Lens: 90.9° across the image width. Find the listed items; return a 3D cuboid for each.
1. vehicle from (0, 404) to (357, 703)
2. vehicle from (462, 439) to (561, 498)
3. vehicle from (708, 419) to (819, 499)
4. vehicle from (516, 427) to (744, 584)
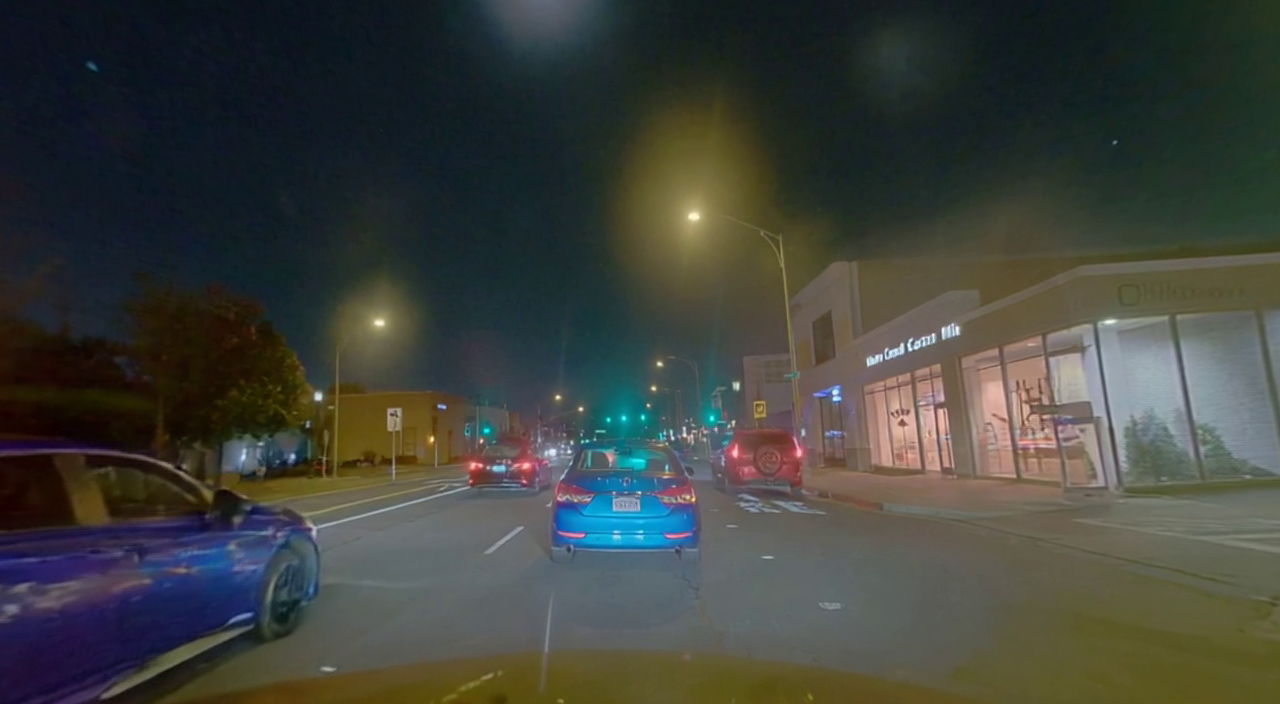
[{"bbox_3d":[-3.356,1.012,2.868,2.029,1.456,4.414,0,-9,1],"label":"vehicle"},{"bbox_3d":[-3.484,3.237,17.898,1.905,1.473,4.016,0,-9,1],"label":"vehicle"},{"bbox_3d":[3.329,3.018,18.071,2.152,1.987,4.527,0,-9,-2],"label":"vehicle"},{"bbox_3d":[-0.115,1.769,8.091,2.160,1.482,4.037,0,-9,-1],"label":"vehicle"}]
